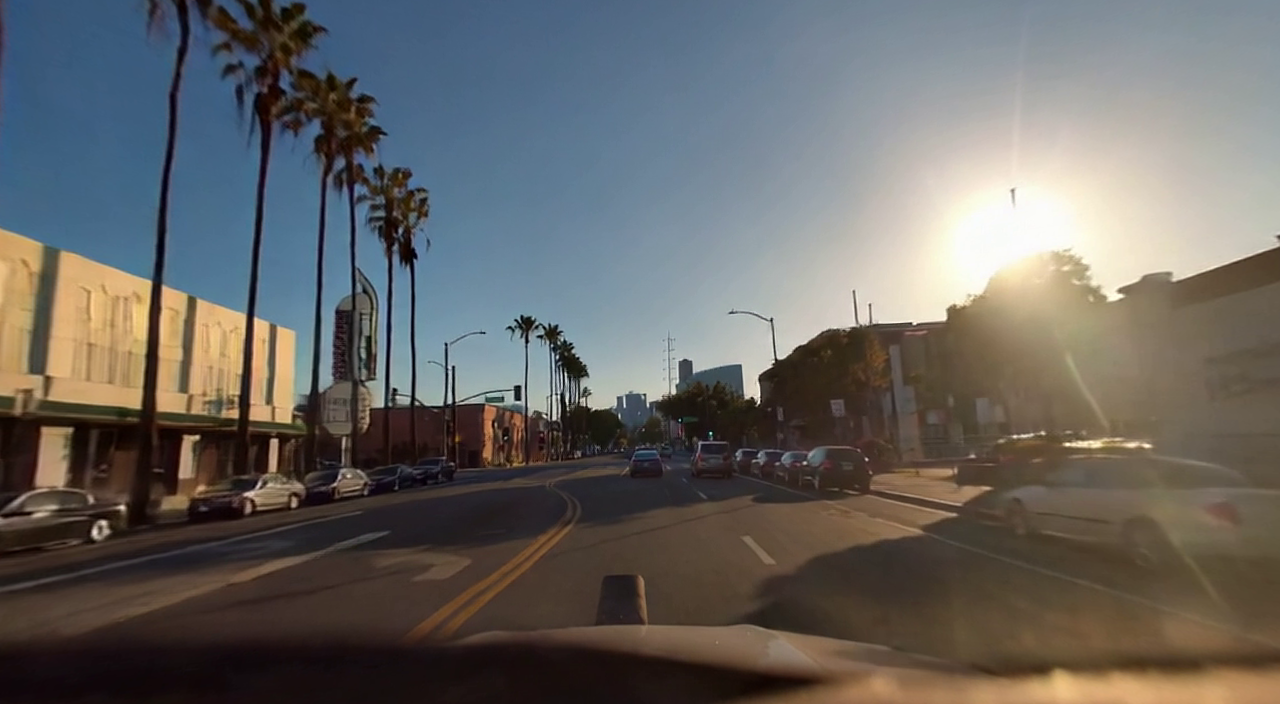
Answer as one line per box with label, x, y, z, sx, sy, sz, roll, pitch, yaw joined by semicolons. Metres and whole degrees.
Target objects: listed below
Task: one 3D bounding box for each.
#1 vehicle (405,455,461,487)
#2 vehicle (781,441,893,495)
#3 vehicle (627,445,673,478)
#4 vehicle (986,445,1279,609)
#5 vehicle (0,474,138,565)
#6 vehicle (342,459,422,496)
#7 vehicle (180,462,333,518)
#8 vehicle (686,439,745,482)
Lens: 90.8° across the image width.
vehicle;-12.155;7.050;37.361;1.949;1.682;4.094;-3;-11;0
vehicle;6.561;3.894;21.722;2.174;1.643;4.860;0;-8;-1
vehicle;0.457;5.266;30.635;2.088;1.452;3.993;0;-8;0
vehicle;6.648;1.918;8.019;1.932;1.464;4.475;0;-8;0
vehicle;-12.580;3.237;12.304;1.949;1.470;4.532;0;-8;-1
vehicle;-12.068;5.921;29.902;1.978;1.501;4.355;-3;-11;-1
vehicle;-12.246;4.467;20.634;2.188;1.490;4.511;-3;-11;0
vehicle;3.178;4.661;27.499;2.003;1.702;4.288;0;-8;-1
